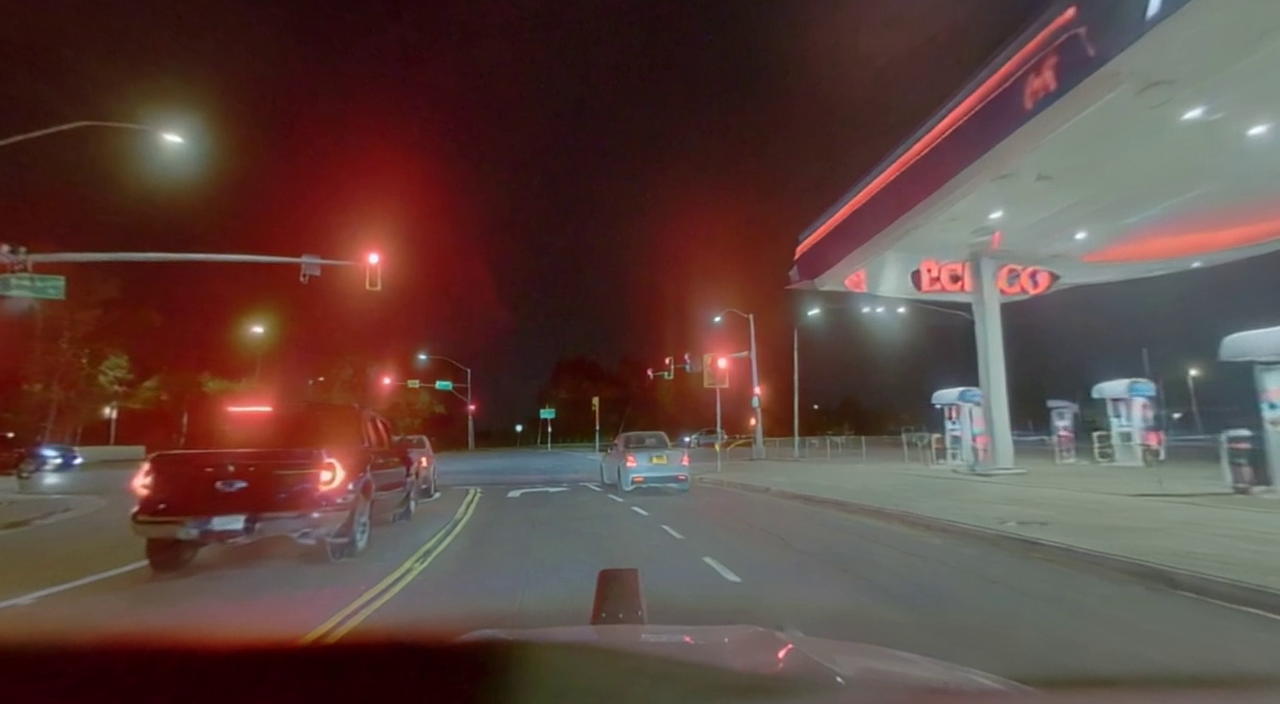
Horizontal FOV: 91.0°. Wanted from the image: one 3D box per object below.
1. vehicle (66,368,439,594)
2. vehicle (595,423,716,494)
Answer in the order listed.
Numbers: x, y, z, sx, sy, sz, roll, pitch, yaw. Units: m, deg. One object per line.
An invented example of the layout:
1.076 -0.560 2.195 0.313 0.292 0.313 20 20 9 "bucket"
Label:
-4.245 1.510 8.164 2.254 2.006 4.766 2 -9 -8 "vehicle"
0.287 3.139 18.864 2.202 1.822 4.826 3 -9 -16 "vehicle"
